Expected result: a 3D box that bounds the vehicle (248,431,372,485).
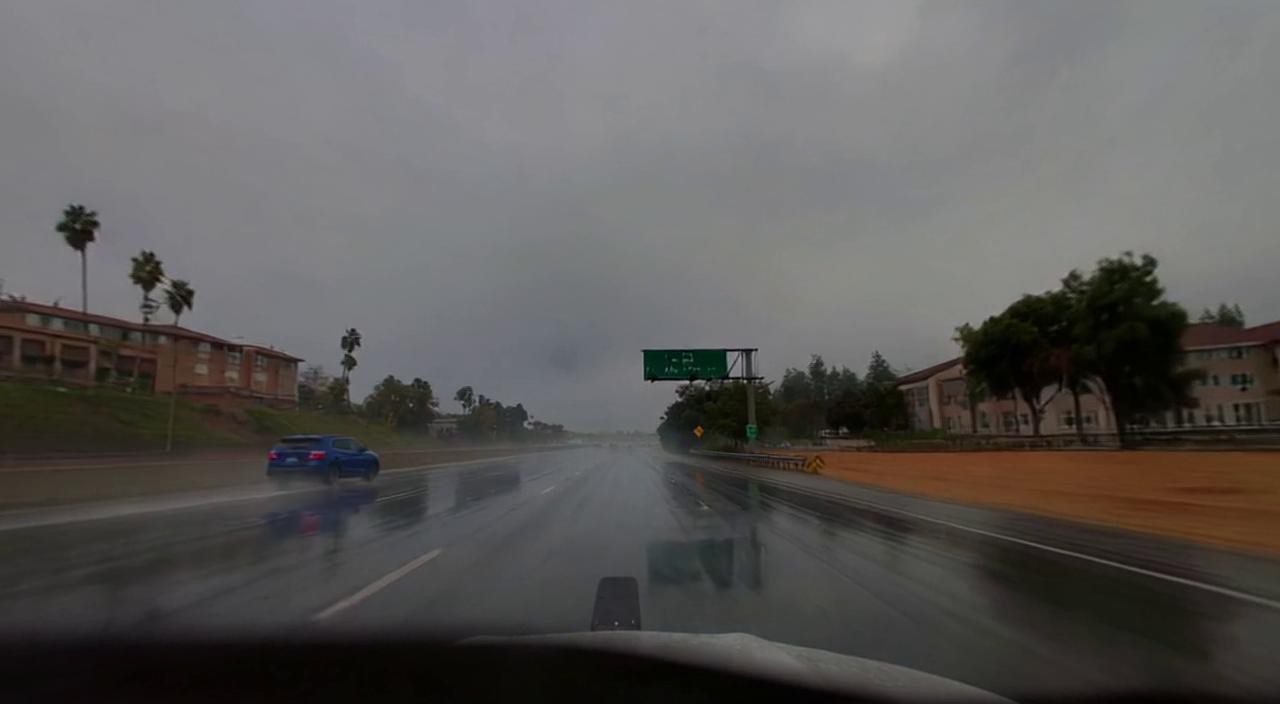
[{"bbox_3d":[-11.776,3.813,22.974,2.016,1.754,4.543,0,-8,0],"label":"vehicle"}]
